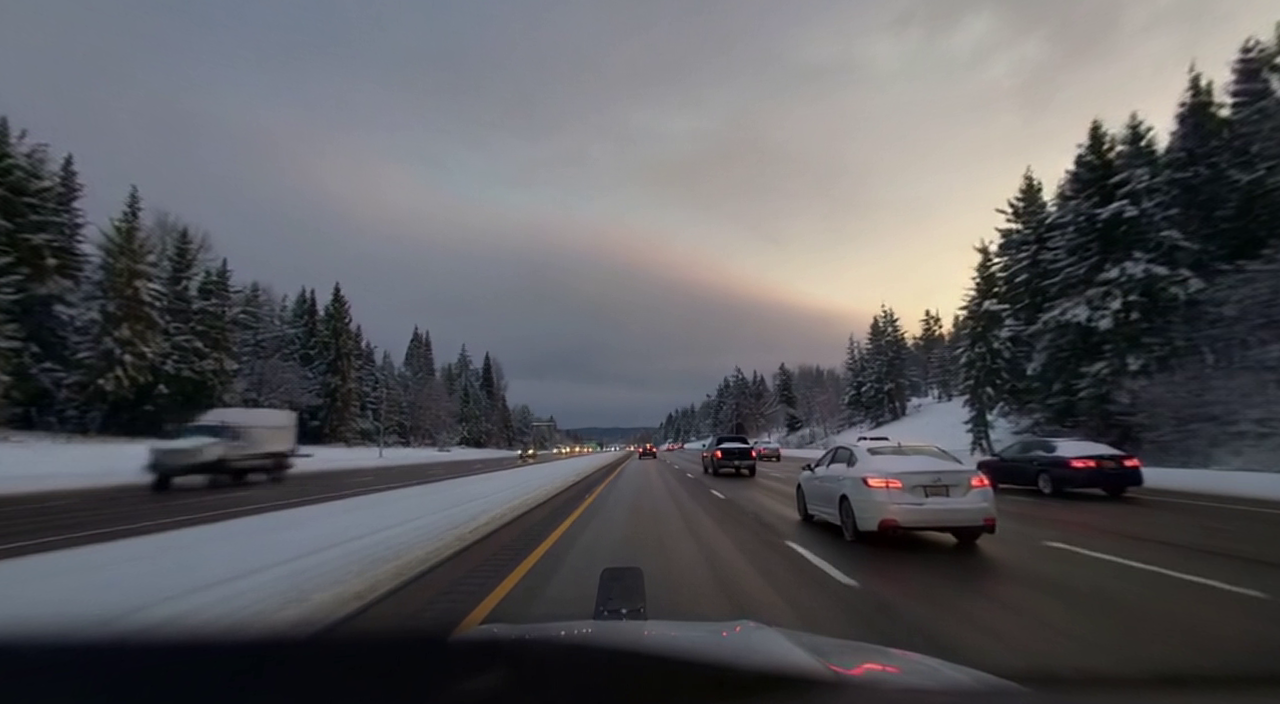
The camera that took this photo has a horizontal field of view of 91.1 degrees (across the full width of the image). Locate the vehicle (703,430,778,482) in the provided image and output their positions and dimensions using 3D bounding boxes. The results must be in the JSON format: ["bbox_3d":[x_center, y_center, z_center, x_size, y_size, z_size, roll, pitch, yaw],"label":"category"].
[{"bbox_3d":[4.055,4.312,26.317,2.206,1.902,5.460,0,-9,0],"label":"vehicle"}]

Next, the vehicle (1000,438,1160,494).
[{"bbox_3d":[15.136,3.911,22.043,2.027,1.711,4.963,0,-9,0],"label":"vehicle"}]

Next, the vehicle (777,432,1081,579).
[{"bbox_3d":[3.429,1.906,8.735,1.904,1.453,4.789,0,-9,-1],"label":"vehicle"}]

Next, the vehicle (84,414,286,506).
[{"bbox_3d":[-14.748,3.534,20.999,2.305,2.613,5.756,0,-9,0],"label":"vehicle"}]
